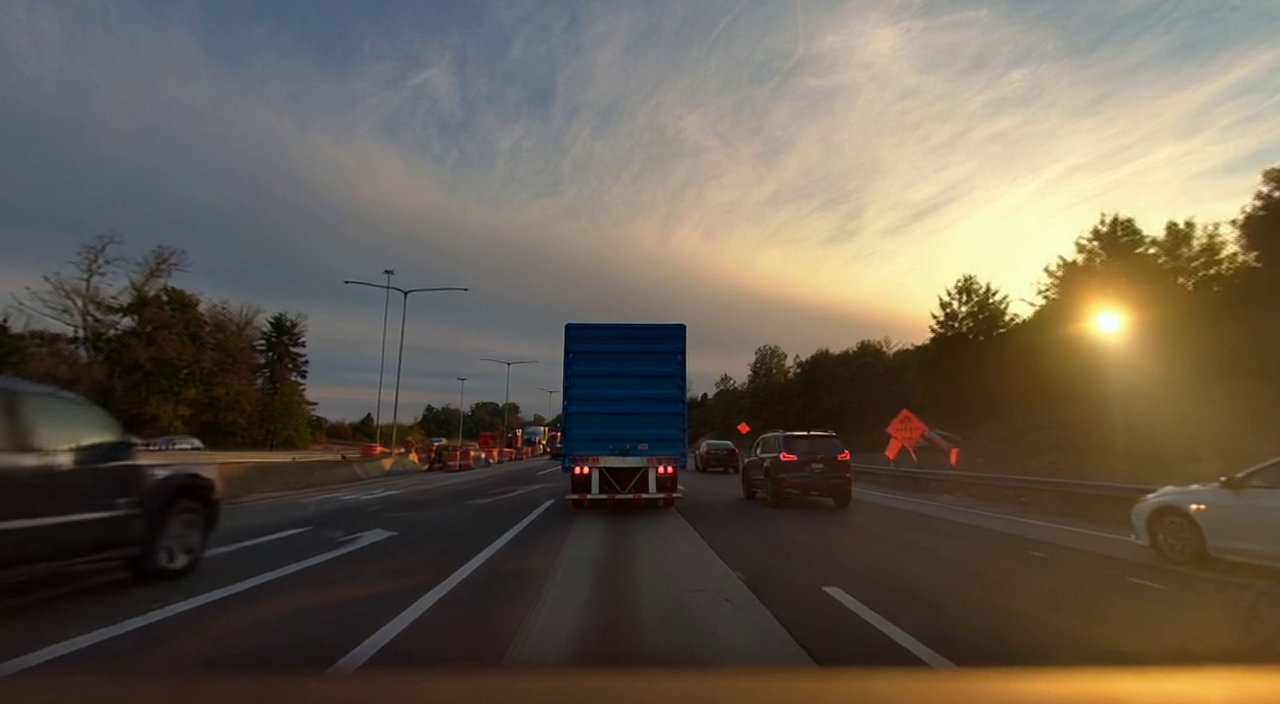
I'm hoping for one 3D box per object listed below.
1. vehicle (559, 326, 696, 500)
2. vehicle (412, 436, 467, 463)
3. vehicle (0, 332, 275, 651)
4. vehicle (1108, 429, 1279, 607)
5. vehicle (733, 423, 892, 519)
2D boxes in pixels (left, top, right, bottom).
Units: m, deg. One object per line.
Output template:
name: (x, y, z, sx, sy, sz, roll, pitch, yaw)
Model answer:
vehicle: (-0.440, 2.112, 19.364, 3.067, 3.940, 10.154, 1, -9, -2)
vehicle: (-14.018, 6.842, 44.274, 2.054, 1.708, 4.663, 2, -8, 3)
vehicle: (-5.198, 0.829, 3.713, 2.421, 1.965, 5.980, 0, -9, 1)
vehicle: (7.090, 1.475, 5.352, 2.070, 1.632, 4.774, 2, -9, -9)
vehicle: (3.459, 2.487, 13.605, 2.103, 1.713, 4.173, 1, -9, -2)
